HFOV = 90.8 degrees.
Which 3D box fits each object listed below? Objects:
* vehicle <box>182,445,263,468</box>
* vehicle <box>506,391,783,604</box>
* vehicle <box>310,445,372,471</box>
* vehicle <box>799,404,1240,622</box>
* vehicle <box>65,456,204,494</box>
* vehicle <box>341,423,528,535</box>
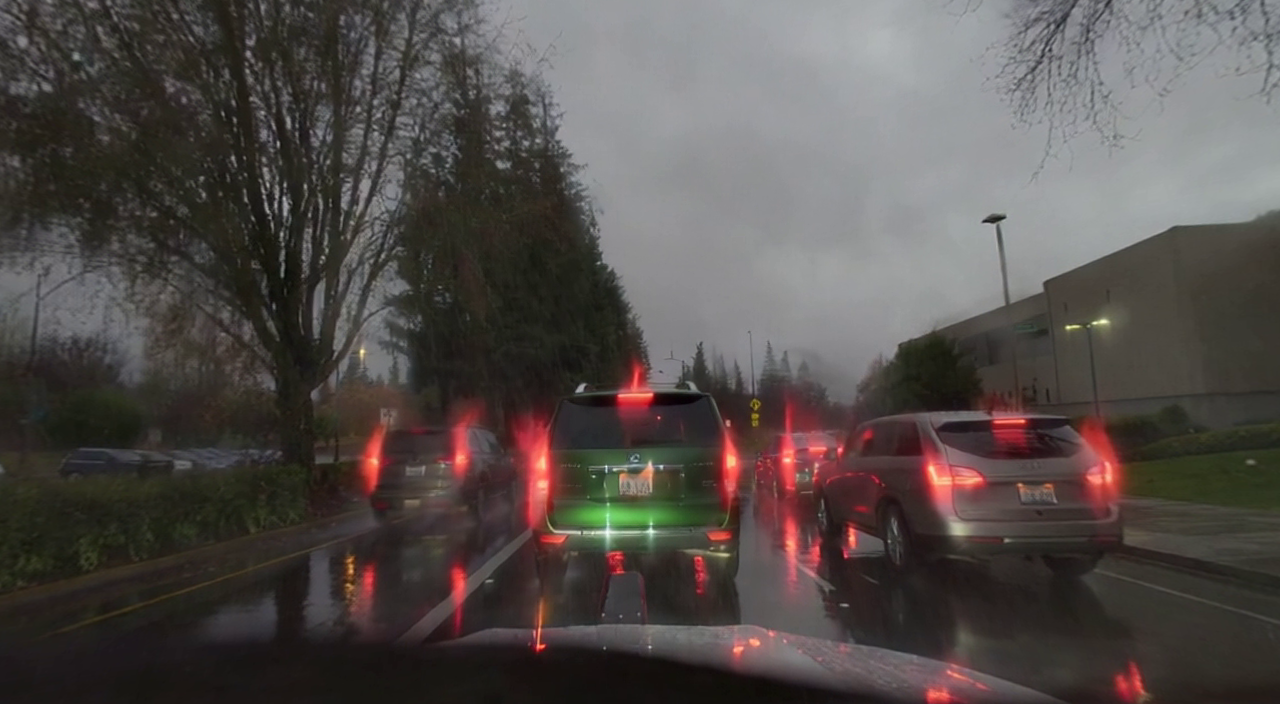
[{"bbox_3d":[-29.998,7.509,45.454,4.403,1.532,1.914,0,-8,-3],"label":"vehicle"},{"bbox_3d":[0.020,1.495,7.263,2.294,1.761,3.857,0,-9,-1],"label":"vehicle"},{"bbox_3d":[-22.139,7.832,47.043,1.993,1.844,5.316,0,-9,0],"label":"vehicle"},{"bbox_3d":[3.473,1.560,7.077,2.202,1.657,4.298,0,-9,-1],"label":"vehicle"},{"bbox_3d":[-22.291,5.423,28.200,2.312,1.443,4.684,0,-9,1],"label":"vehicle"},{"bbox_3d":[-3.399,2.176,11.408,1.961,1.639,4.064,0,-9,0],"label":"vehicle"}]
